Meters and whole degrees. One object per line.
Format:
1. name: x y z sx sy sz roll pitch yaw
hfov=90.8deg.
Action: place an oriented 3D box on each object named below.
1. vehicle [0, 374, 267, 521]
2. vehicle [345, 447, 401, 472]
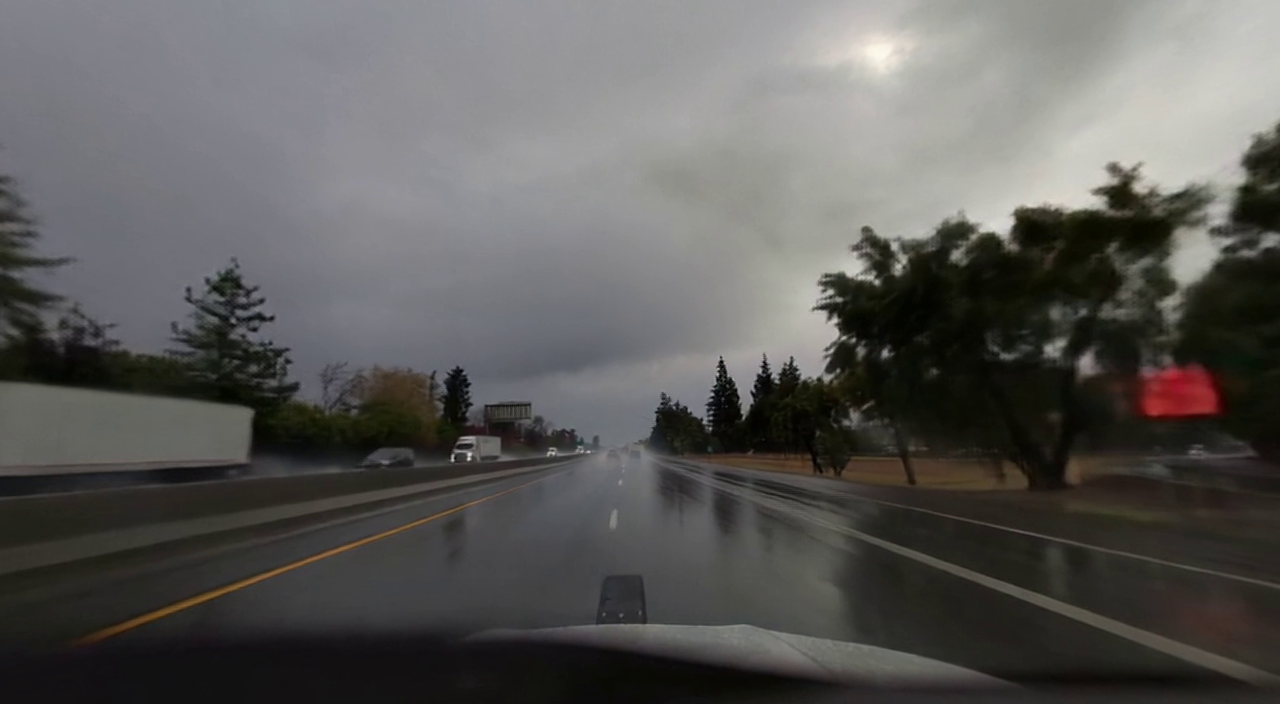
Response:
1. vehicle: -20.757 3.654 24.104 2.936 4.356 16.937 0 -9 -1
2. vehicle: -16.621 6.696 39.483 1.809 1.431 4.150 0 -9 -2
